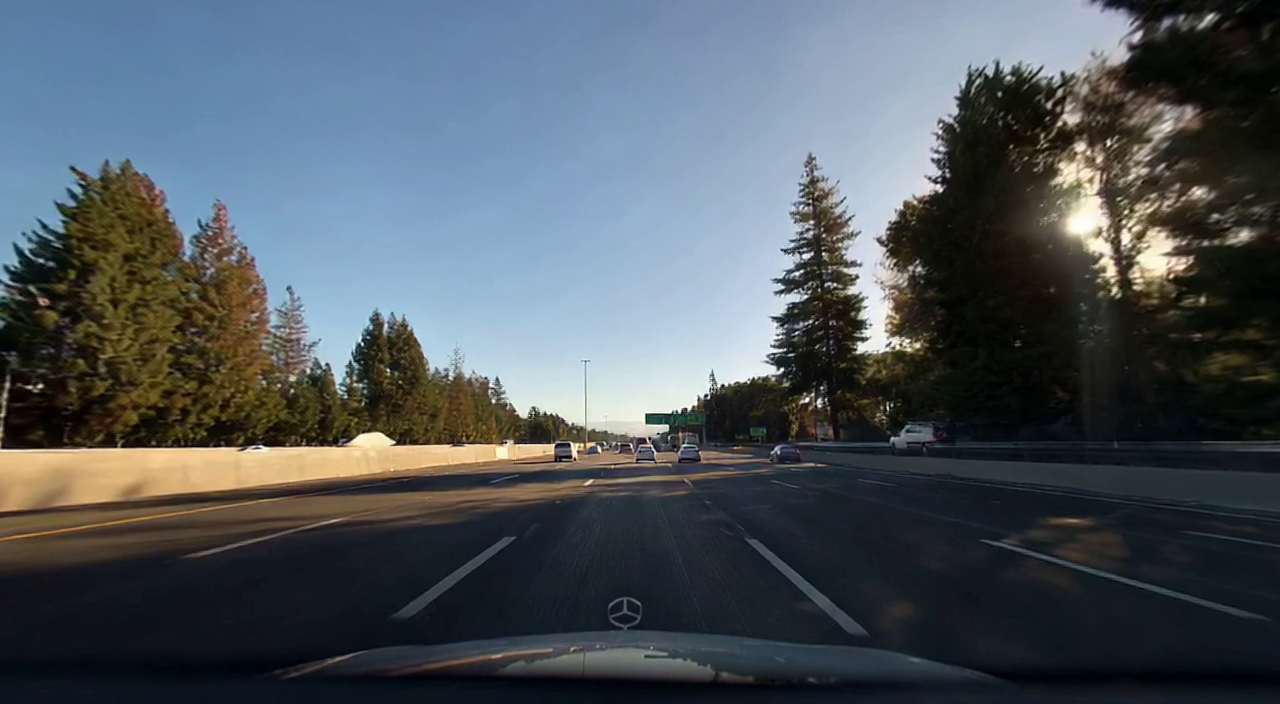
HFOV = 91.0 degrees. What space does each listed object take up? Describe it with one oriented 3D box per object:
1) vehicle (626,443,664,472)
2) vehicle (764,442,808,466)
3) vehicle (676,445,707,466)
[{"bbox_3d":[0.312,6.063,36.322,2.066,1.562,4.198,0,-9,1],"label":"vehicle"},{"bbox_3d":[11.086,7.779,48.098,2.214,1.761,4.663,0,-9,0],"label":"vehicle"},{"bbox_3d":[3.923,7.944,48.444,2.076,1.506,4.050,0,-9,1],"label":"vehicle"}]
